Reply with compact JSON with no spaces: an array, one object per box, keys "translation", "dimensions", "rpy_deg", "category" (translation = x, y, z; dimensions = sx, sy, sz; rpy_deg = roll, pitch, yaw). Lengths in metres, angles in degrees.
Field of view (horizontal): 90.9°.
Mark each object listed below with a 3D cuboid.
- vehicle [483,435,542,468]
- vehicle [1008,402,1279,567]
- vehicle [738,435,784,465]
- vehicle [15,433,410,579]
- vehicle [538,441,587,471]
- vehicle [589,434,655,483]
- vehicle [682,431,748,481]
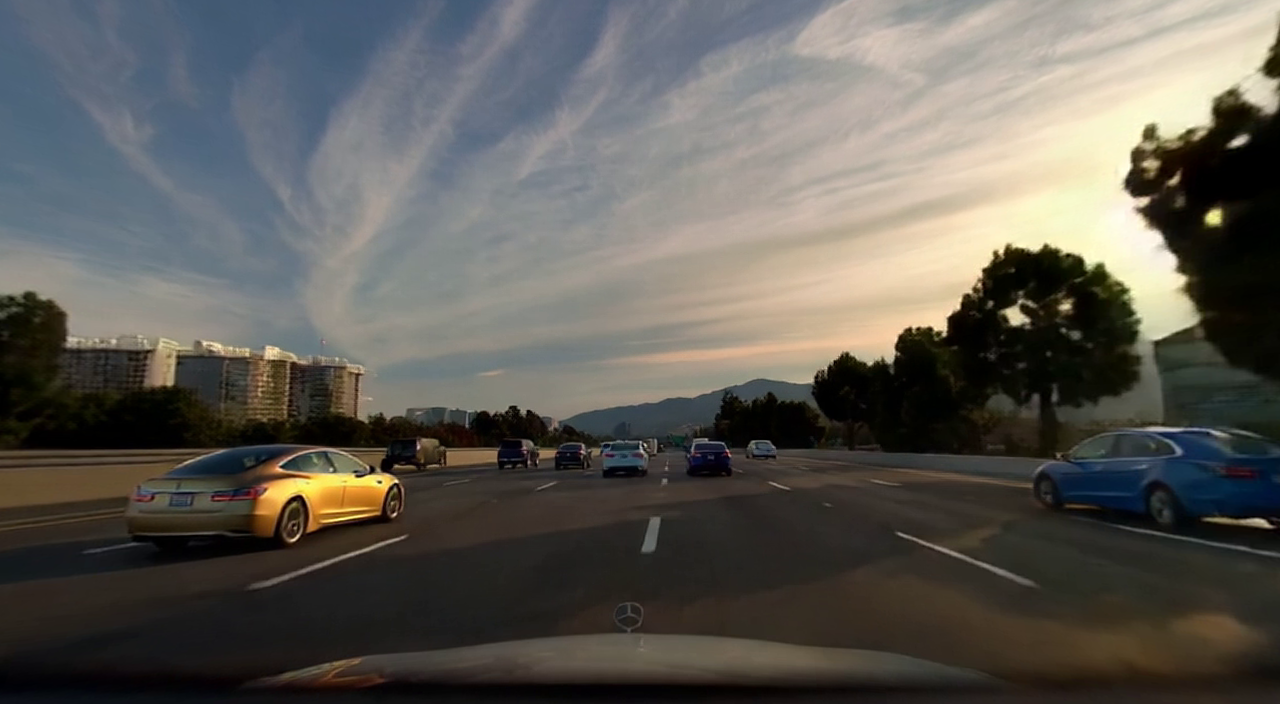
[{"translation":[-7.553,5.932,37.881],"dimensions":[2.187,1.851,5.085],"rpy_deg":[-1,-8,4],"category":"vehicle"},{"translation":[7.758,1.732,9.062],"dimensions":[1.960,1.726,5.016],"rpy_deg":[0,-8,1],"category":"vehicle"},{"translation":[7.671,6.237,40.368],"dimensions":[2.071,1.754,4.484],"rpy_deg":[0,-8,1],"category":"vehicle"},{"translation":[-5.304,1.920,8.896],"dimensions":[2.116,1.473,4.644],"rpy_deg":[-1,-8,4],"category":"vehicle"},{"translation":[-4.065,5.497,33.709],"dimensions":[1.886,1.455,4.148],"rpy_deg":[-1,-8,3],"category":"vehicle"},{"translation":[-0.569,3.931,23.592],"dimensions":[2.102,1.624,4.257],"rpy_deg":[-1,-8,3],"category":"vehicle"},{"translation":[2.763,3.941,24.151],"dimensions":[2.114,1.715,4.136],"rpy_deg":[-1,-8,2],"category":"vehicle"}]
